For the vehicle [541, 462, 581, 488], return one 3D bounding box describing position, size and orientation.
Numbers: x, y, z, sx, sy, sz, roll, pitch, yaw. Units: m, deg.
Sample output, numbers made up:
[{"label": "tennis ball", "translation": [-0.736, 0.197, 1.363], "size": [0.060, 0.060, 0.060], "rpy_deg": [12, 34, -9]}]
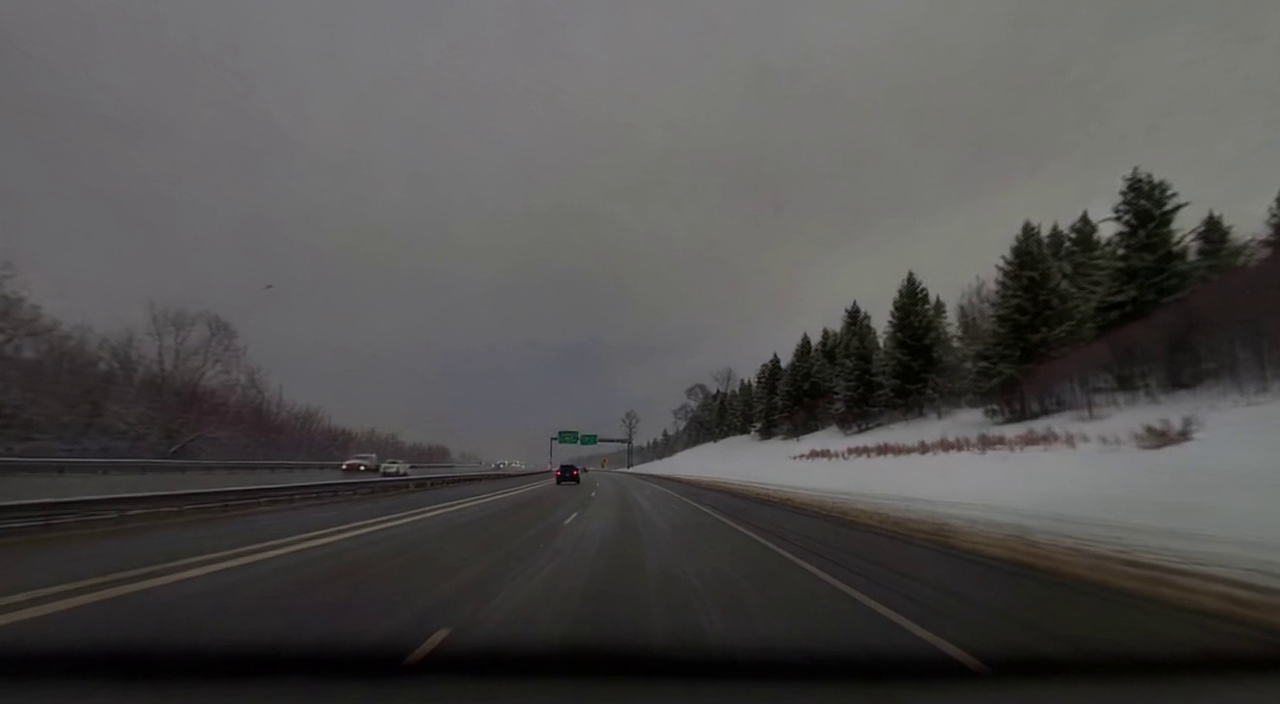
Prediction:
[{"label": "vehicle", "translation": [-4.954, 7.835, 40.241], "size": [2.115, 1.546, 4.638], "rpy_deg": [1, -10, -2]}]
